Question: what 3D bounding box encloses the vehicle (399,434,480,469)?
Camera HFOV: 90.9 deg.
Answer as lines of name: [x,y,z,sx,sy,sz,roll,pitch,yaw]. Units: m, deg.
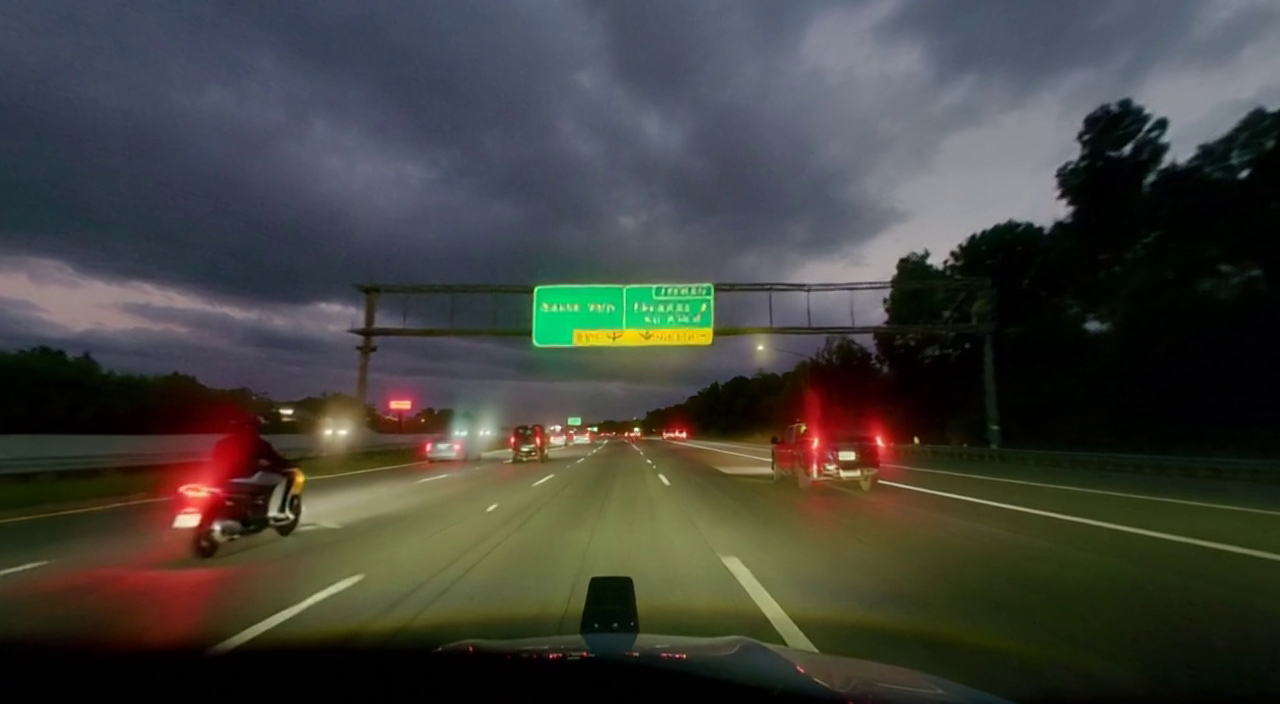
vehicle: [-8.692,4.324,27.798,2.053,1.409,4.704,0,-8,-1]
